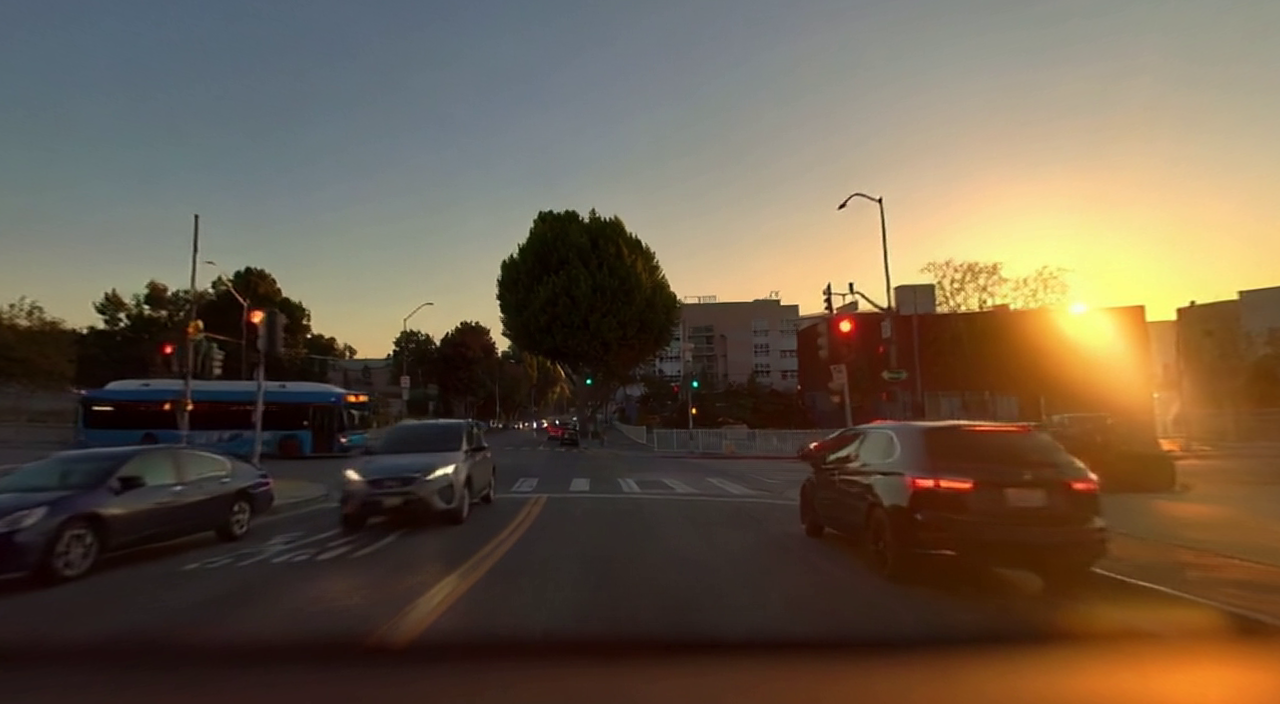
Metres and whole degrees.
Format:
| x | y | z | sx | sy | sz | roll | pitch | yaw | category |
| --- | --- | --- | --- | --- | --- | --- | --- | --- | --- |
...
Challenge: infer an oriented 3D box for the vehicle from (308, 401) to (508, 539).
| x | y | z | sx | sy | sz | roll | pitch | yaw | category |
| --- | --- | --- | --- | --- | --- | --- | --- | --- | --- |
| -3.610 | 1.923 | 10.955 | 2.148 | 1.818 | 4.791 | 1 | -8 | -7 | vehicle |

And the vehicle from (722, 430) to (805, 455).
| x | y | z | sx | sy | sz | roll | pitch | yaw | category |
| --- | --- | --- | --- | --- | --- | --- | --- | --- | --- |
| 7.103 | 5.266 | 36.737 | 4.451 | 1.422 | 1.744 | 0 | -8 | 0 | vehicle |

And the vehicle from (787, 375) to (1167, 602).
| x | y | z | sx | sy | sz | roll | pitch | yaw | category |
| --- | --- | --- | --- | --- | --- | --- | --- | --- | --- |
| 3.437 | 1.503 | 7.834 | 2.052 | 1.929 | 4.747 | 0 | -8 | 0 | vehicle |

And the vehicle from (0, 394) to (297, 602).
| x | y | z | sx | sy | sz | roll | pitch | yaw | category |
| --- | --- | --- | --- | --- | --- | --- | --- | --- | --- |
| -6.696 | 1.675 | 7.894 | 2.132 | 1.801 | 4.885 | -3 | -8 | -1 | vehicle |

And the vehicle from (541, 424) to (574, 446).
| x | y | z | sx | sy | sz | roll | pitch | yaw | category |
| --- | --- | --- | --- | --- | --- | --- | --- | --- | --- |
| -5.951 | 6.066 | 45.958 | 1.799 | 1.468 | 3.693 | 0 | -8 | 1 | vehicle |
